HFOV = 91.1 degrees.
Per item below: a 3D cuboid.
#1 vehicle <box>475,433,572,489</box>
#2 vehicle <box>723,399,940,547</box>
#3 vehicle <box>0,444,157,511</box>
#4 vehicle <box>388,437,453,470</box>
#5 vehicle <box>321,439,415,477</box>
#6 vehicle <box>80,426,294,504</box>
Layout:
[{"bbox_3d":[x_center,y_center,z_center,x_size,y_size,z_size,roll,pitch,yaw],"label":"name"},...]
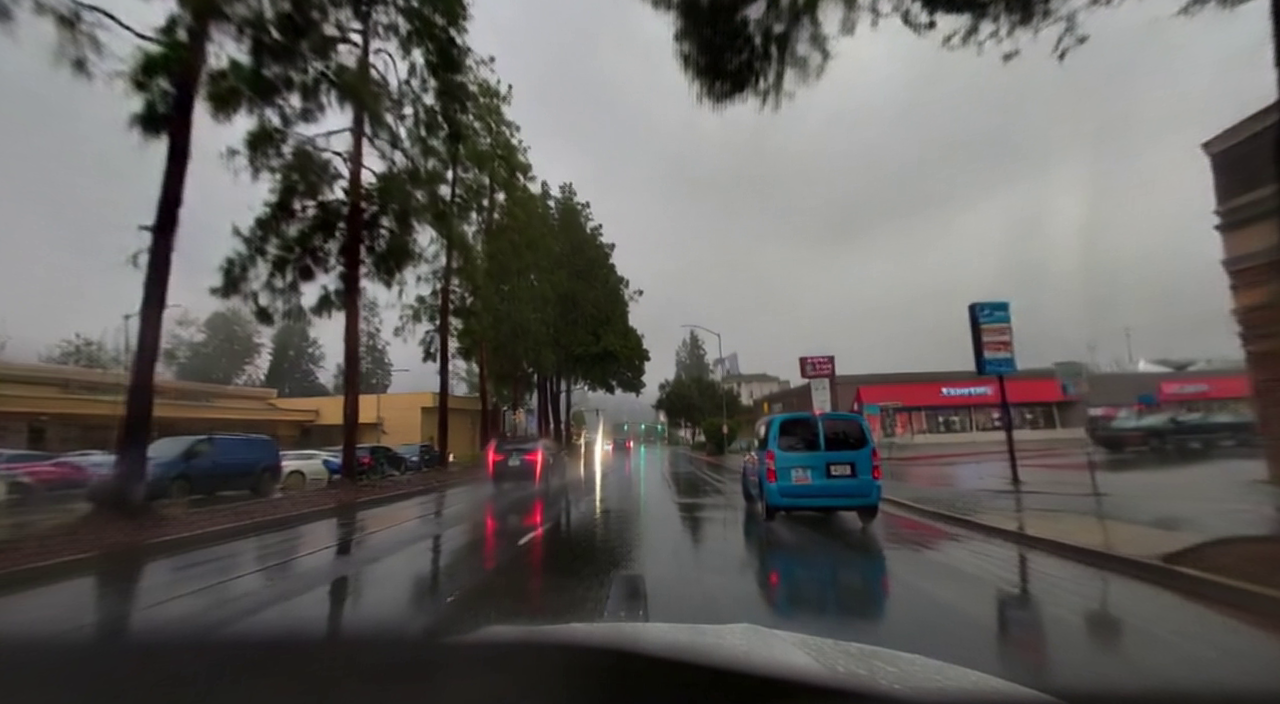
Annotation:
[{"bbox_3d":[-3.347,3.224,18.959,1.966,1.481,4.385,0,-8,2],"label":"vehicle"},{"bbox_3d":[2.624,1.795,9.955,2.293,1.779,4.457,-1,-8,4],"label":"vehicle"},{"bbox_3d":[-15.250,3.185,16.498,1.900,1.509,4.104,0,-8,-2],"label":"vehicle"},{"bbox_3d":[-11.526,5.351,33.300,1.852,1.621,4.166,0,-8,1],"label":"vehicle"},{"bbox_3d":[-11.469,4.494,26.875,1.959,1.488,4.390,0,-8,1],"label":"vehicle"},{"bbox_3d":[-11.922,2.991,17.111,2.117,1.787,4.917,0,-8,0],"label":"vehicle"}]
